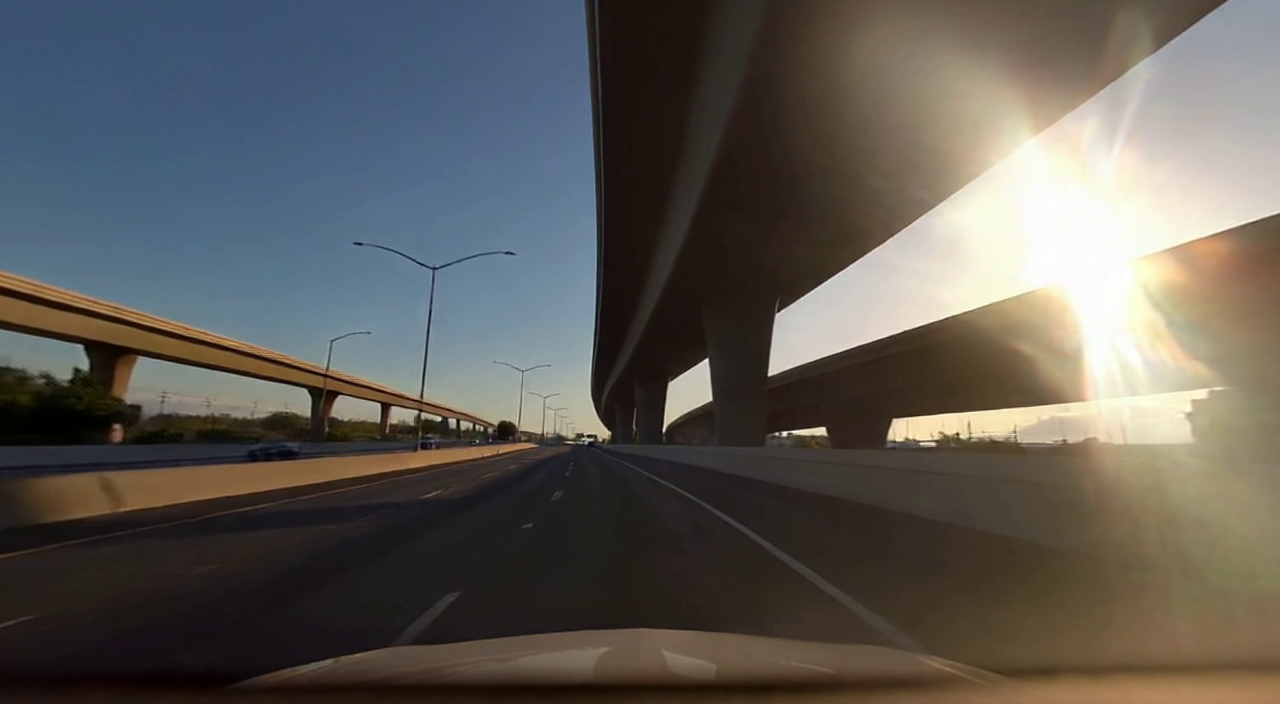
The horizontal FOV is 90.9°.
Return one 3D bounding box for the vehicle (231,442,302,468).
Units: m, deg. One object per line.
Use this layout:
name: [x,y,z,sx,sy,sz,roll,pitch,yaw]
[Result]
vehicle: [-23.321,6.413,39.566,1.886,1.529,4.589,0,-8,-4]
